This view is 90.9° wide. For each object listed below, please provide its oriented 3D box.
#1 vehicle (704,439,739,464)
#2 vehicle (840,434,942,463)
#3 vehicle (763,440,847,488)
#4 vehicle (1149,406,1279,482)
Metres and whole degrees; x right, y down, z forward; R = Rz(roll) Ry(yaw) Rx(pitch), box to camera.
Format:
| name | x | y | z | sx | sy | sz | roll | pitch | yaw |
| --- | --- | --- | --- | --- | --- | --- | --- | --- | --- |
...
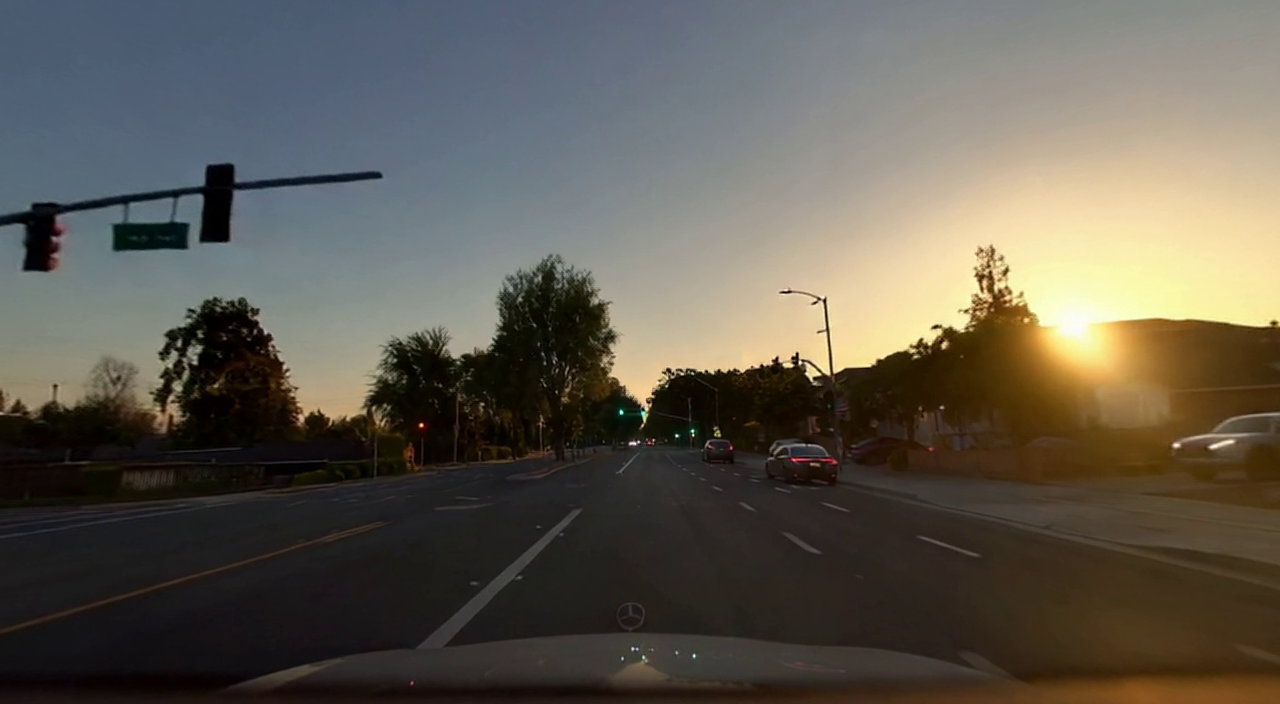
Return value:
| name | x | y | z | sx | sy | sz | roll | pitch | yaw |
| --- | --- | --- | --- | --- | --- | --- | --- | --- | --- |
| vehicle | 6.064 | 7.482 | 47.509 | 2.026 | 1.754 | 4.565 | 0 | -8 | 0 |
| vehicle | 12.911 | 4.977 | 32.566 | 4.461 | 1.461 | 1.805 | 0 | -8 | -1 |
| vehicle | 5.760 | 3.947 | 22.595 | 1.855 | 1.520 | 4.808 | 0 | -8 | 2 |
| vehicle | 14.480 | 2.096 | 14.469 | 3.769 | 1.598 | 1.987 | 0 | -8 | 0 |
